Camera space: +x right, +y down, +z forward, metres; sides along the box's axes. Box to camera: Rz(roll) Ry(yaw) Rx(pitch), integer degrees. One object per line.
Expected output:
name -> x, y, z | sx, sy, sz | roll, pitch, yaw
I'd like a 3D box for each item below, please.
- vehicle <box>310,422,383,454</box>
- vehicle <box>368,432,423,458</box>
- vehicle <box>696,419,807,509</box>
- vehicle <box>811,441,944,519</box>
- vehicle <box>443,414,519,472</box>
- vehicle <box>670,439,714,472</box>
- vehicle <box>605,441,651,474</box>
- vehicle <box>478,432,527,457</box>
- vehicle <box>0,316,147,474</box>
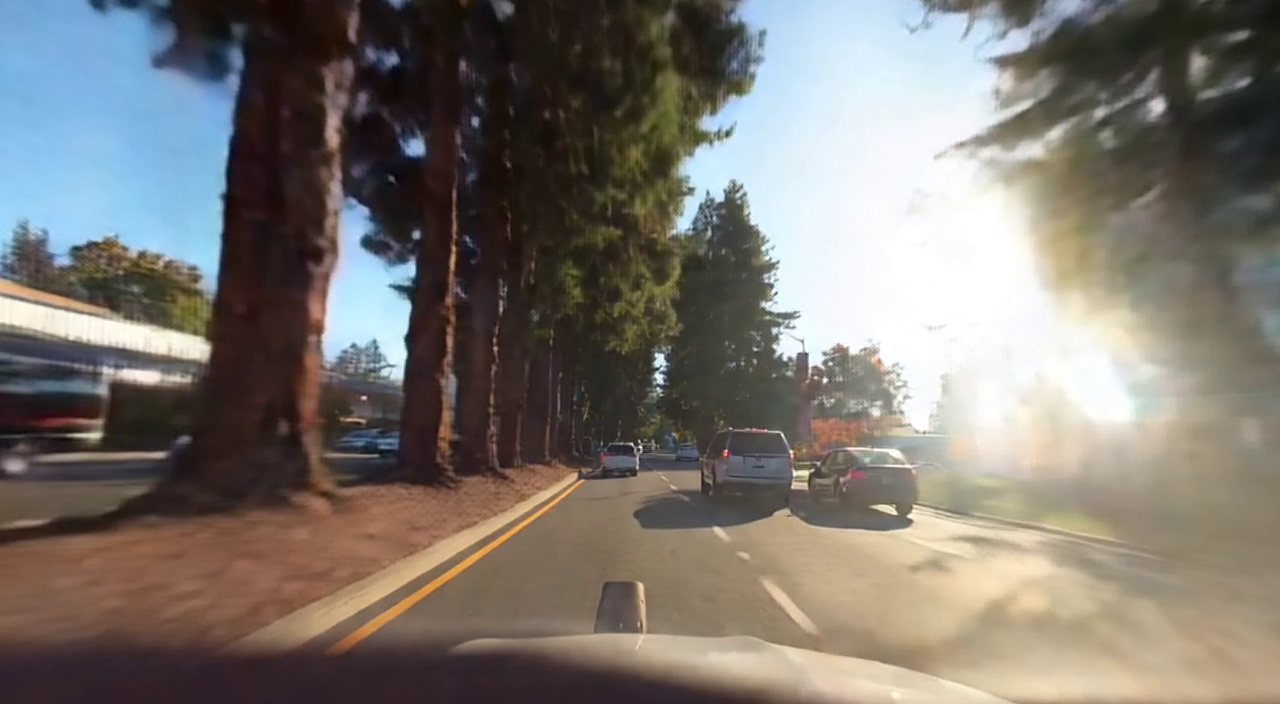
vehicle -> -19.433, 5.834, 42.181 | 2.226, 1.925, 5.293 | 1, -10, 1
vehicle -> -15.679, 5.971, 40.734 | 1.770, 1.461, 4.336 | 4, -8, 0
vehicle -> 2.778, 2.894, 16.709 | 2.035, 1.940, 4.299 | 3, -9, -1
vehicle -> 6.242, 3.375, 17.233 | 1.913, 1.777, 4.269 | 2, -8, -1
vehicle -> -11.717, 6.636, 47.680 | 2.947, 3.206, 10.111 | 0, -1, 1
vehicle -> 2.817, 5.718, 35.086 | 1.922, 1.708, 4.126 | 0, -8, -2
vehicle -> -0.566, 5.129, 30.919 | 2.119, 1.460, 3.847 | 0, -8, -1
vehicle -> -8.703, 5.923, 40.348 | 1.981, 1.514, 4.323 | 0, -8, 2
vehicle -> -15.694, 0.614, 11.674 | 2.944, 3.472, 12.516 | 0, -8, 1
